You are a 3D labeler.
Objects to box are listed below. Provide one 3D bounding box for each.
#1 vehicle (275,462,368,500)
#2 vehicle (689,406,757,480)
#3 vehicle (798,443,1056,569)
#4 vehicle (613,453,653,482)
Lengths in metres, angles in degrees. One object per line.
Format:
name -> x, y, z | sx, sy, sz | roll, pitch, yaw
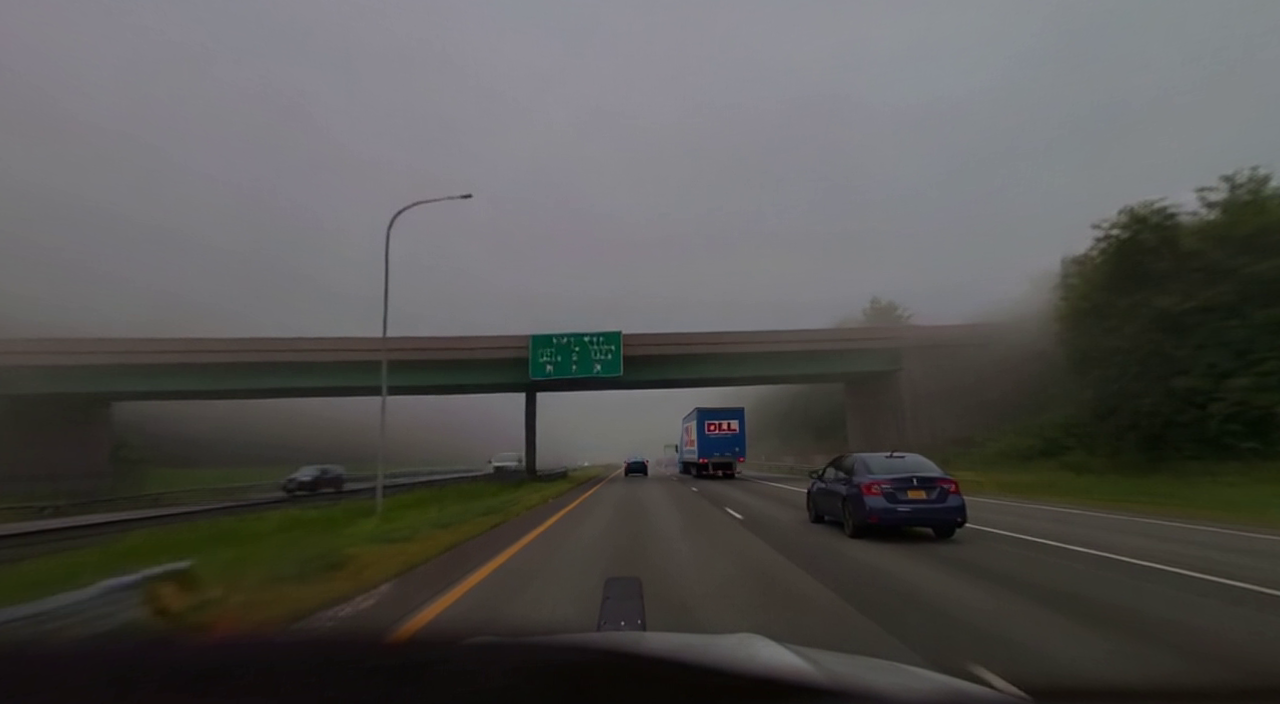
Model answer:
vehicle -> -14.110, 5.724, 28.260 | 1.831, 1.464, 4.303 | -1, -9, 2
vehicle -> 4.784, 5.521, 38.107 | 2.838, 3.985, 8.010 | 0, -9, -1
vehicle -> 3.920, 2.147, 9.574 | 1.894, 1.452, 4.164 | 0, -9, -1
vehicle -> -0.385, 6.277, 34.495 | 2.055, 1.445, 3.661 | 0, -9, -1
